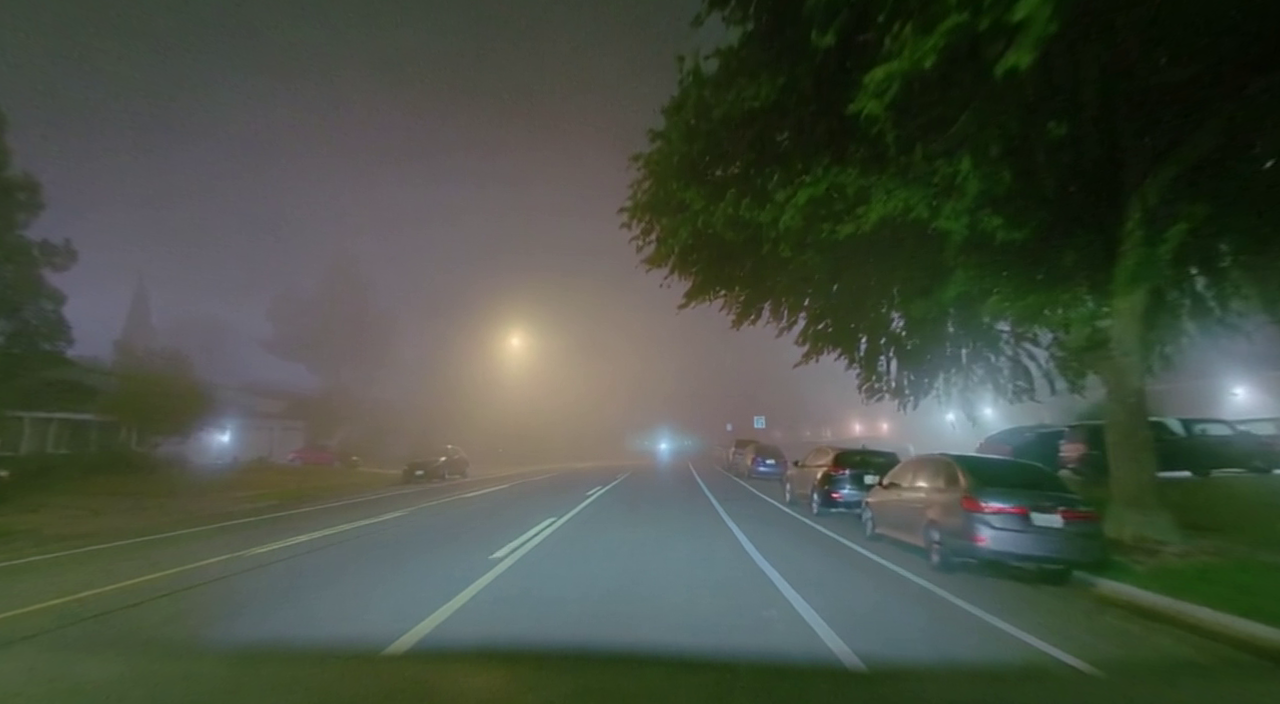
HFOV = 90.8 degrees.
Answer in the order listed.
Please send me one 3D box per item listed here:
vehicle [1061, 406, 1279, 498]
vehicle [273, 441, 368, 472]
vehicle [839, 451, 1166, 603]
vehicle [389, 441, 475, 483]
[{"bbox_3d":[13.721,2.450,15.759,4.704,1.942,2.207,-3,-9,2],"label":"vehicle"},{"bbox_3d":[-18.549,6.054,36.833,4.509,1.698,1.890,0,-9,4],"label":"vehicle"},{"bbox_3d":[4.225,2.054,8.401,1.911,1.395,4.362,0,-8,3],"label":"vehicle"},{"bbox_3d":[-9.585,5.146,29.645,2.093,1.767,5.120,-1,-9,3],"label":"vehicle"}]
